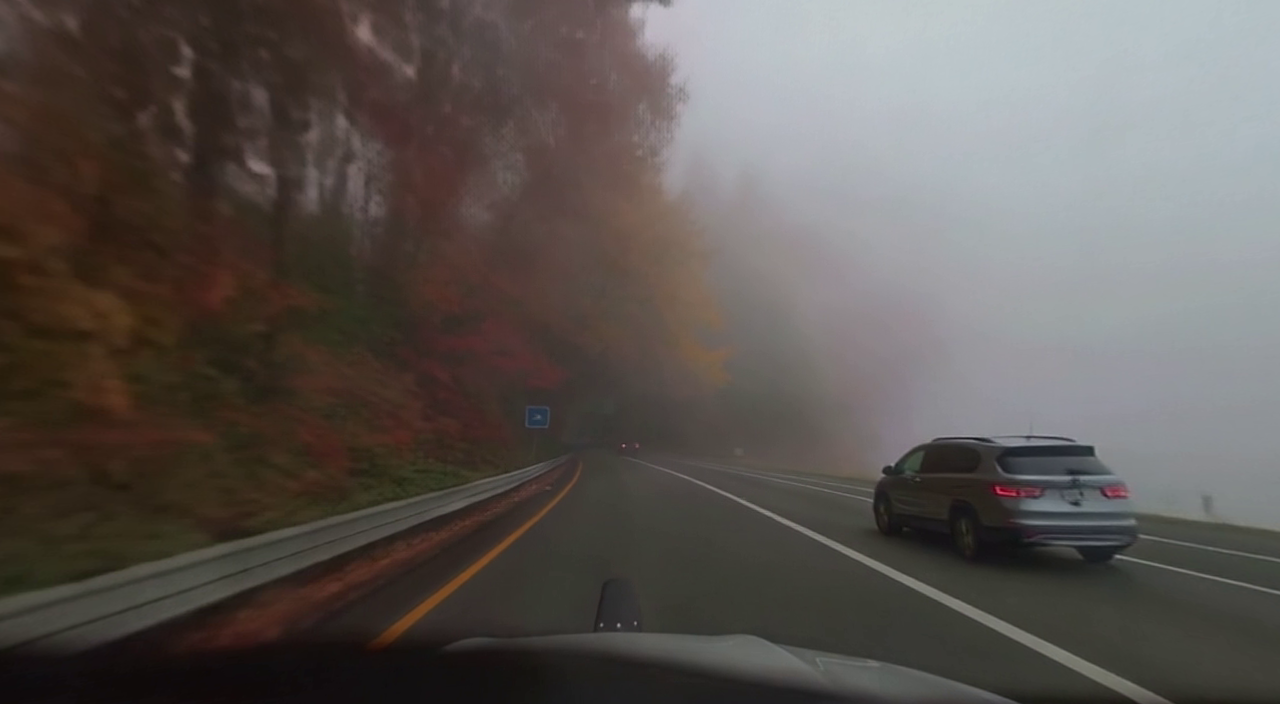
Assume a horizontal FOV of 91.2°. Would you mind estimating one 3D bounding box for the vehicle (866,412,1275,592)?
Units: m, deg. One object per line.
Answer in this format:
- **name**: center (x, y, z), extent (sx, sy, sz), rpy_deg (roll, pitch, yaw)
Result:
- **vehicle**: center (4.531, 1.628, 7.583), extent (1.952, 1.536, 4.036), rpy_deg (0, -9, -2)
